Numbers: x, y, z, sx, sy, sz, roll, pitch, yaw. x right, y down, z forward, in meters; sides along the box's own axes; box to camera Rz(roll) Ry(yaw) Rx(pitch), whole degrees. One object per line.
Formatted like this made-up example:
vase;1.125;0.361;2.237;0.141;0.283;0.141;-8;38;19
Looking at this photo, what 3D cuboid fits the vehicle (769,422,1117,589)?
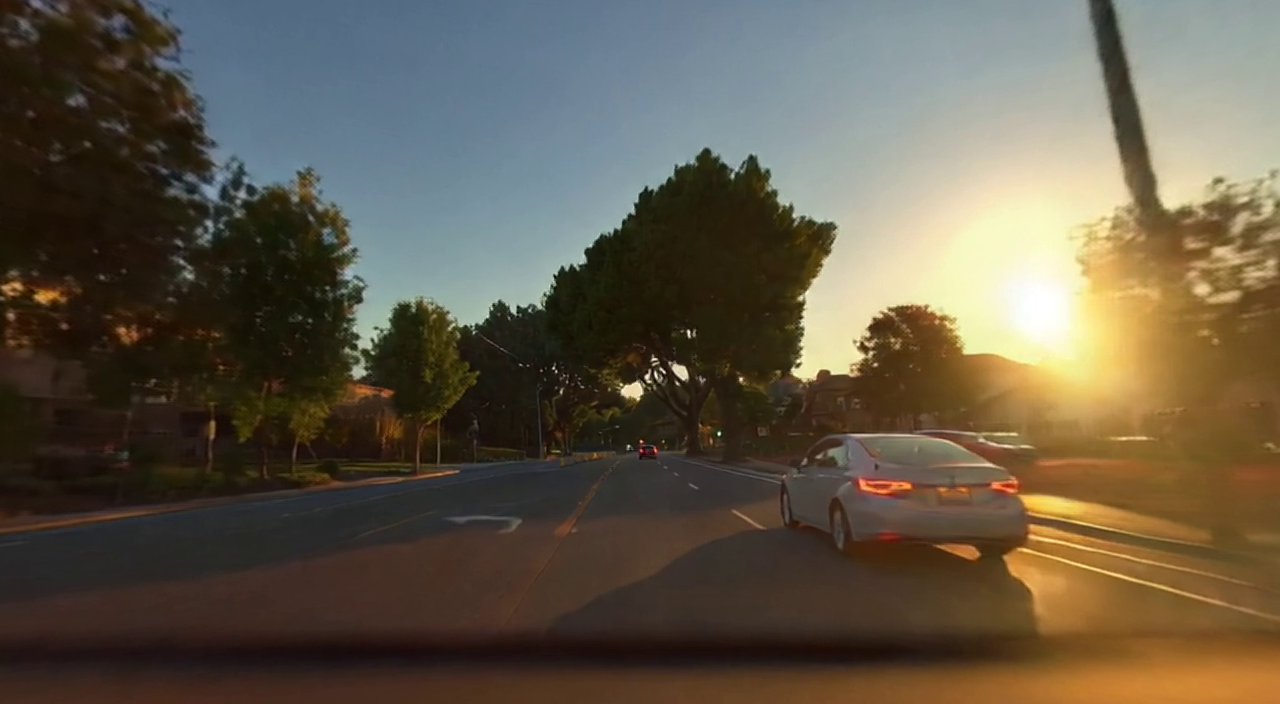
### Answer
vehicle;3.153;1.689;7.835;2.134;1.476;4.327;0;-8;0
